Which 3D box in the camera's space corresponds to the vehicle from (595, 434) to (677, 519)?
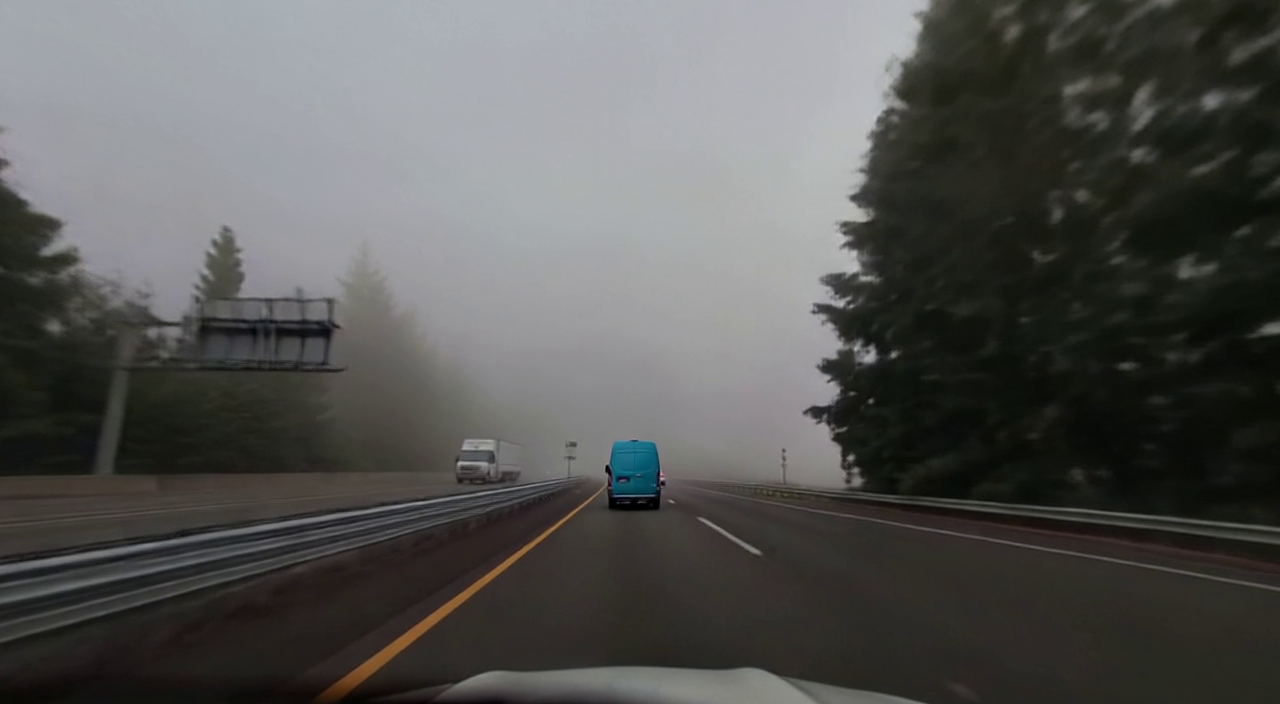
[{"bbox_3d":[-0.246,4.206,21.589,2.375,2.432,6.161,1,-10,-3],"label":"vehicle"}]
